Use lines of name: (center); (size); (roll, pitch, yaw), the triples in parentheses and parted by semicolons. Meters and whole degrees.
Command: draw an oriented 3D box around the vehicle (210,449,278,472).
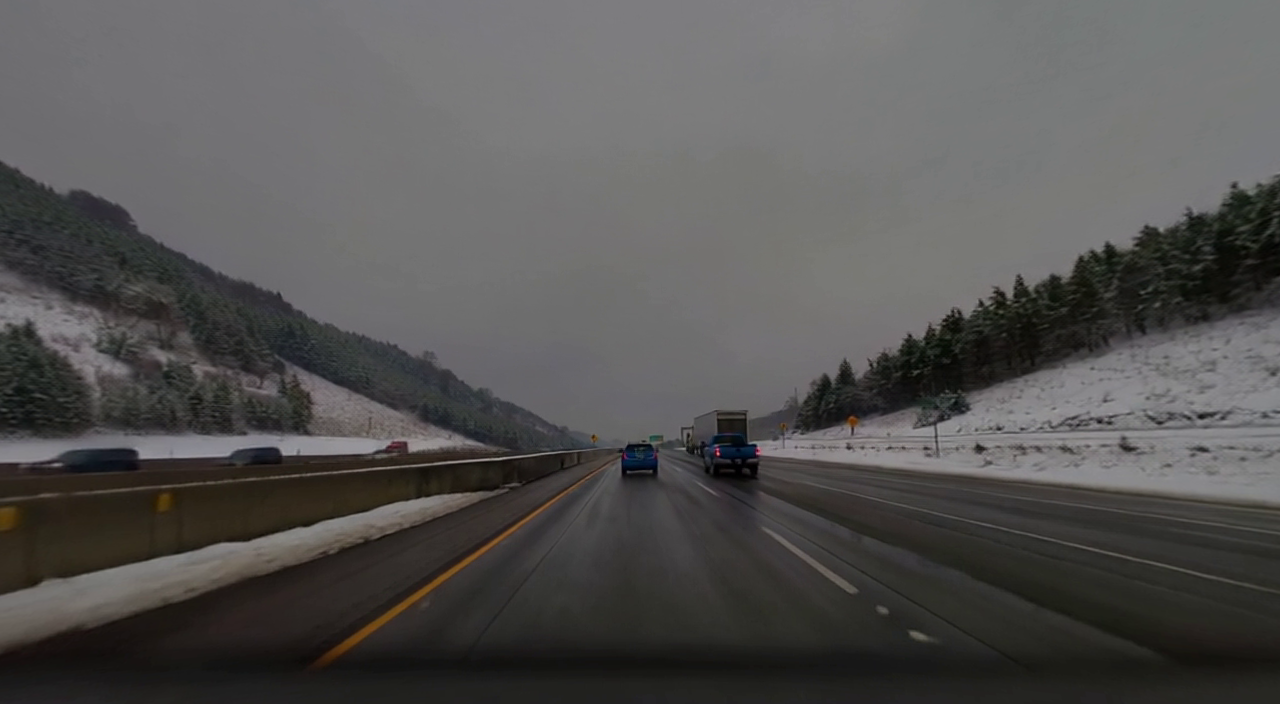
vehicle: (-27.848, 7.597, 44.629); (1.844, 1.471, 4.802); (0, -8, -1)

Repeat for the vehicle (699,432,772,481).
vehicle: (3.740, 4.213, 25.682); (2.098, 1.794, 4.561); (0, -9, -2)

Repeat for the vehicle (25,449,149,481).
vehicle: (-31.608, 6.436, 36.439); (2.105, 1.655, 5.611); (0, -8, 0)

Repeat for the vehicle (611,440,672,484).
vehicle: (-0.008, 4.073, 23.592); (2.083, 1.477, 3.965); (0, -9, -1)
